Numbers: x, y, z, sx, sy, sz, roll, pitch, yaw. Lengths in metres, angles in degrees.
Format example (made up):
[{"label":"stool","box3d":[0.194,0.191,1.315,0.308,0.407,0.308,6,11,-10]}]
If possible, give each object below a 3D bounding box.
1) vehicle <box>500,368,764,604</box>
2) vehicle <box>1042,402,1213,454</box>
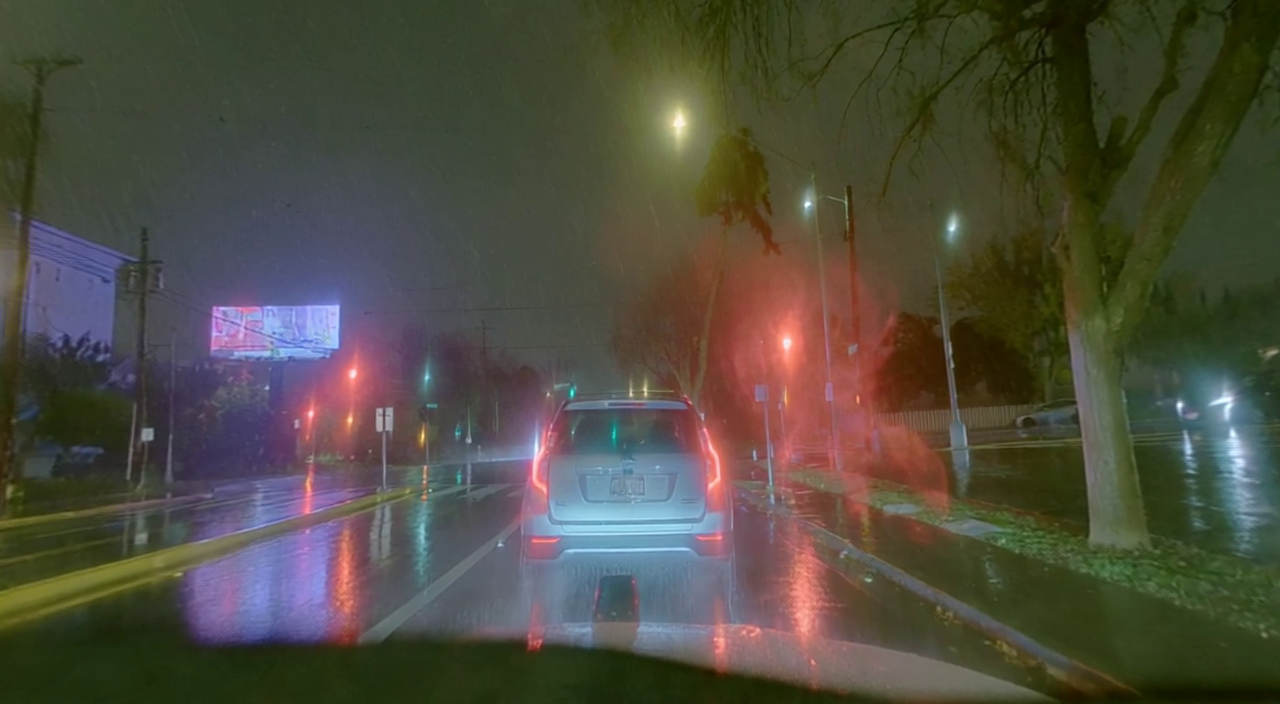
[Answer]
[{"label":"vehicle","box3d":[-0.065,1.362,7.135,2.142,1.904,3.816,-1,-8,0]},{"label":"vehicle","box3d":[15.266,2.447,19.947,3.750,1.502,1.781,-2,-8,13]}]
